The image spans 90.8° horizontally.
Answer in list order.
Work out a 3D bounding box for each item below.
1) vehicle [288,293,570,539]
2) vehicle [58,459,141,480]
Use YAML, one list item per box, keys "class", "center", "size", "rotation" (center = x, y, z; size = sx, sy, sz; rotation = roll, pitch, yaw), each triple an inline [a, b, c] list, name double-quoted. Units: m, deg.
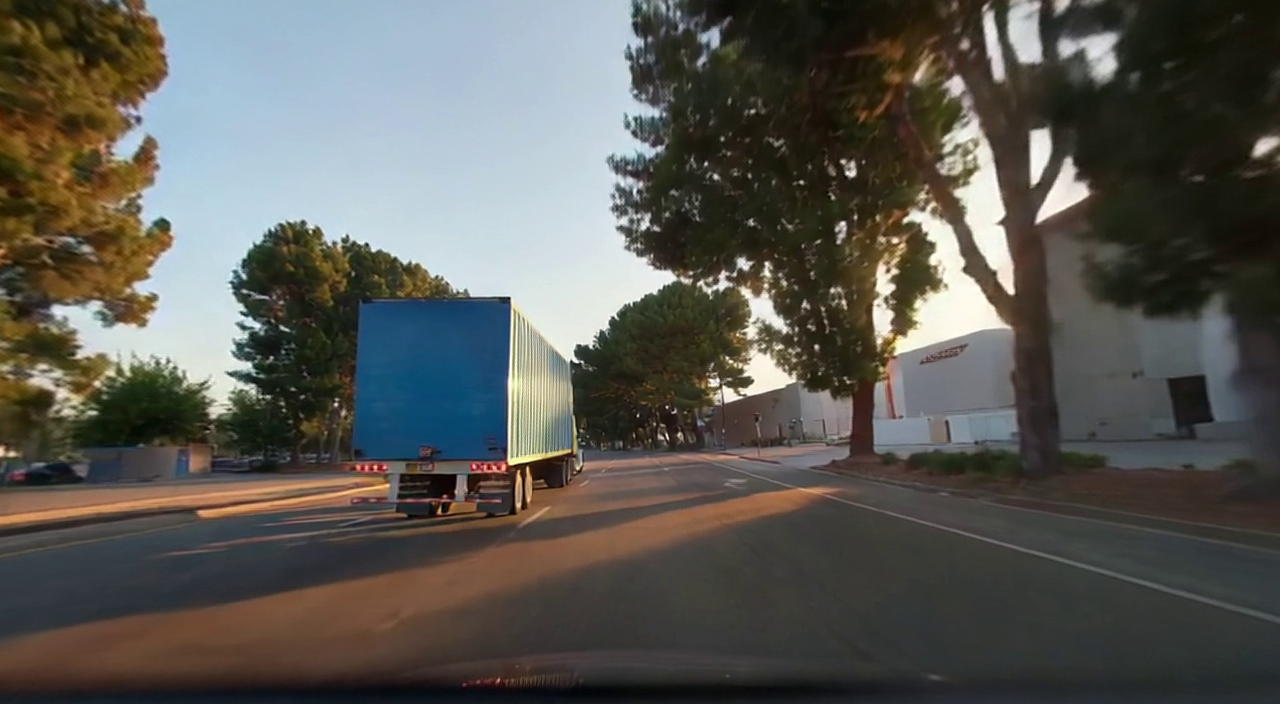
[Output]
- class: "vehicle"
  center: [-3.363, 1.446, 13.009]
  size: [2.910, 3.419, 8.376]
  rotation: [0, -8, 0]
- class: "vehicle"
  center: [-42.083, 9.141, 49.212]
  size: [4.562, 1.524, 1.985]
  rotation: [0, -8, -1]
